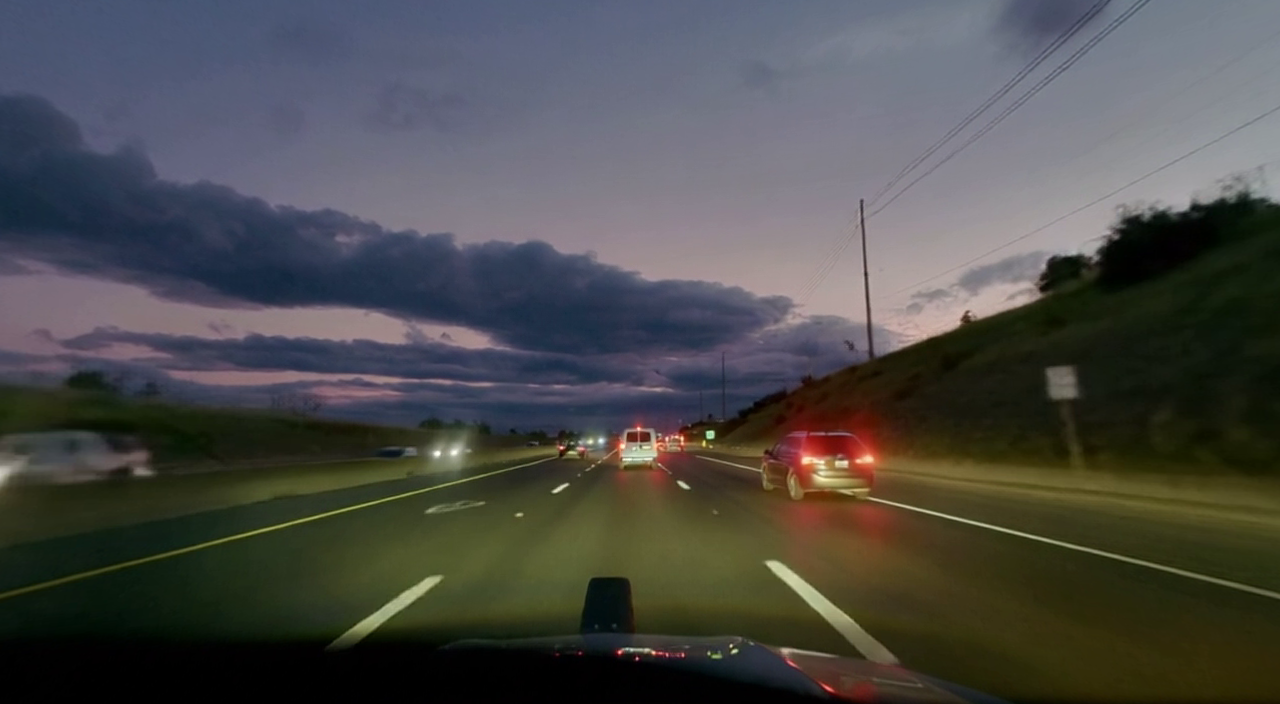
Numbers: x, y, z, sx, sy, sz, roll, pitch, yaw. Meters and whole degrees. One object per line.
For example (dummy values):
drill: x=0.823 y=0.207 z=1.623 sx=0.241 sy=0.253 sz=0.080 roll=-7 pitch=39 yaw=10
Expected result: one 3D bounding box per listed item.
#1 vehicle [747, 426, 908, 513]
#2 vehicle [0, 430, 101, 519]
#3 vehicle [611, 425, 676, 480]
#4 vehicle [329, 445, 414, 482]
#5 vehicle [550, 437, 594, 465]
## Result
vehicle: x=3.821 y=2.448 z=13.849 sx=1.923 sy=1.562 sz=4.691 roll=0 pitch=-8 yaw=-2
vehicle: x=-15.357 y=2.712 z=13.917 sx=2.338 sy=1.946 sz=5.183 roll=0 pitch=-8 yaw=-1
vehicle: x=0.079 y=3.610 z=22.985 sx=2.159 sy=1.811 sz=4.238 roll=0 pitch=-8 yaw=-1
vehicle: x=-12.039 y=5.011 z=28.657 sx=1.929 sy=1.465 sz=4.604 roll=0 pitch=-8 yaw=-1
vehicle: x=-3.872 y=5.721 z=36.790 sx=2.093 sy=1.517 sz=4.648 roll=0 pitch=-8 yaw=-1
